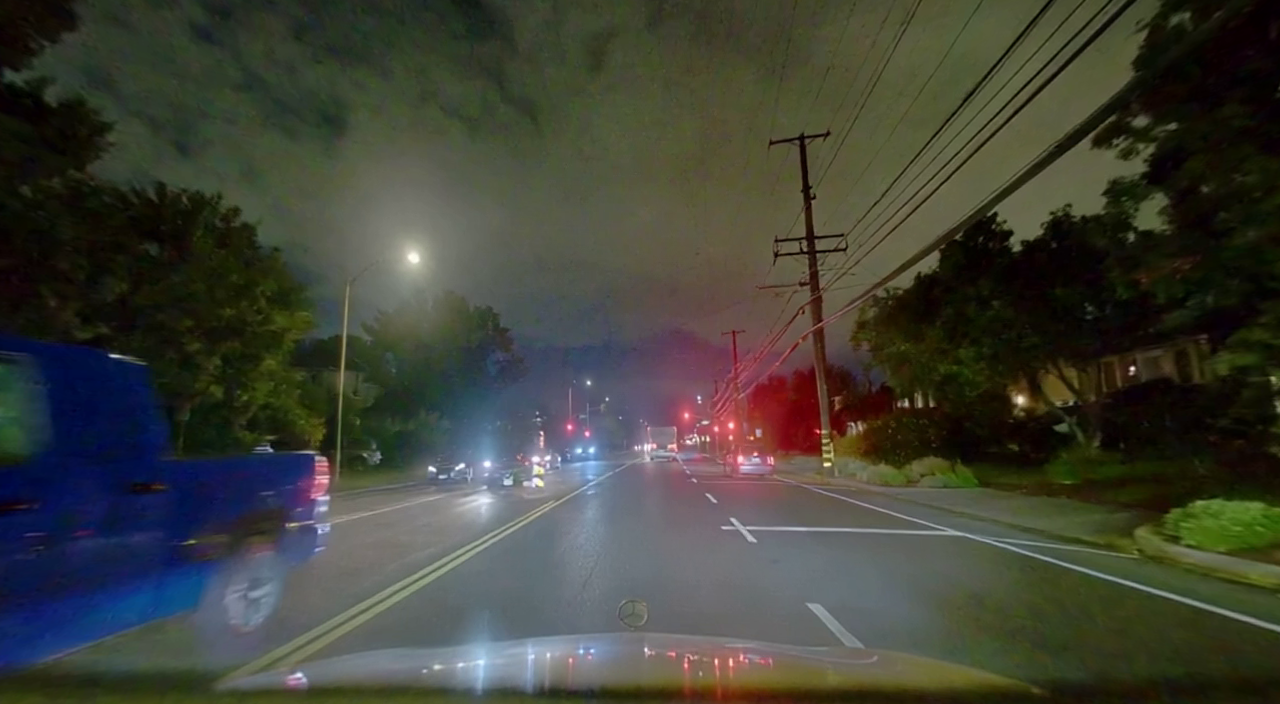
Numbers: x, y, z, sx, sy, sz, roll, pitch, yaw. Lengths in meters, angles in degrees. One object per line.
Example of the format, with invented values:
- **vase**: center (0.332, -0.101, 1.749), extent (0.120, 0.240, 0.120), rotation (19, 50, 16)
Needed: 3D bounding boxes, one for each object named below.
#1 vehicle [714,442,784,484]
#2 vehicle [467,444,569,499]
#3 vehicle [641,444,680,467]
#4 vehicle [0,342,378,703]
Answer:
- **vehicle**: center (4.093, 4.235, 24.403), extent (1.951, 1.479, 4.487), rotation (0, -8, 1)
- **vehicle**: center (-3.281, 3.306, 17.911), extent (1.892, 1.354, 4.476), rotation (0, -8, 2)
- **vehicle**: center (1.306, 6.485, 39.643), extent (2.298, 1.359, 4.081), rotation (0, -8, 2)
- **vehicle**: center (-3.640, 0.986, 3.621), extent (2.101, 1.721, 4.807), rotation (0, -8, 1)
